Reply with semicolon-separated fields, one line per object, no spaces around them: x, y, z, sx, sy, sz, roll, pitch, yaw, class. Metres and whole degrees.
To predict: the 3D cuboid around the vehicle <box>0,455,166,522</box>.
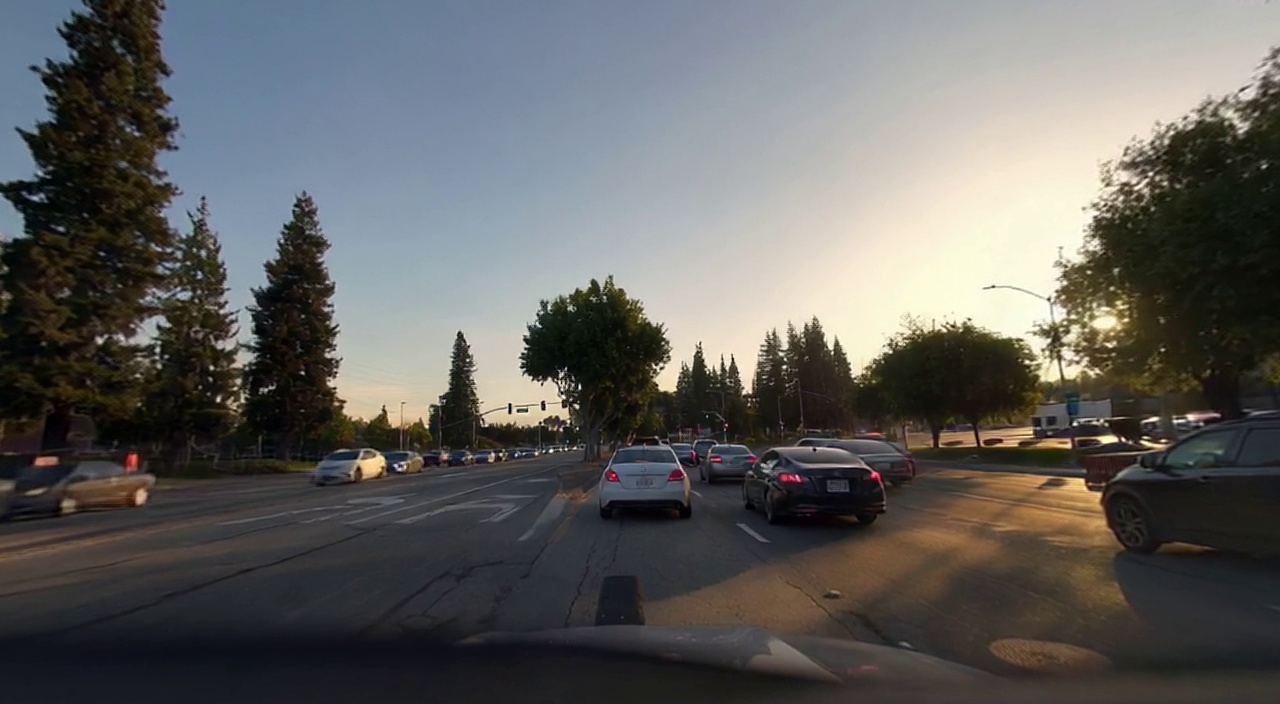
-15.340;3.580;17.078;1.776;1.480;4.236;0;-8;-1;vehicle

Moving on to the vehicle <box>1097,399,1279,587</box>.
6.937;1.317;5.908;1.987;1.730;4.373;0;-8;-1;vehicle

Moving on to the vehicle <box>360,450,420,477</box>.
-14.895;6.645;37.955;2.018;1.469;4.916;1;-9;-5;vehicle

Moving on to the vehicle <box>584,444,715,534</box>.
0.092;2.386;11.673;1.990;1.347;4.067;0;-8;-2;vehicle

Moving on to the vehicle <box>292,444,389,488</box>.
-12.361;4.693;26.425;1.963;1.649;4.290;0;-8;0;vehicle

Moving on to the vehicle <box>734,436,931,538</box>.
3.151;2.317;11.640;1.970;1.445;4.974;0;-8;-1;vehicle
